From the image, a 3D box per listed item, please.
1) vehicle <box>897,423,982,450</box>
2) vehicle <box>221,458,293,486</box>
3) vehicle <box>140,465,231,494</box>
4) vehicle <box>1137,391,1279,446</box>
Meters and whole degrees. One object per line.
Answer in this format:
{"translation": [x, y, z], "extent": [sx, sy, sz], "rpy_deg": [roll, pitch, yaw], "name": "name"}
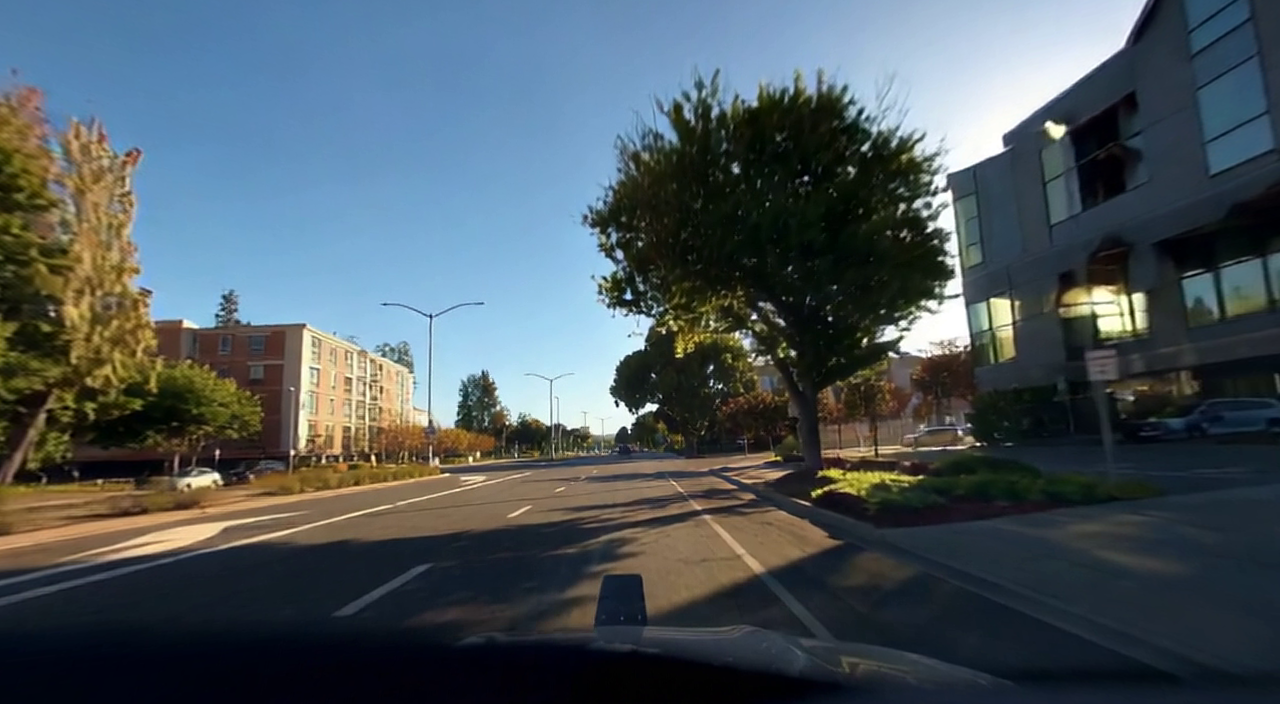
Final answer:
{"translation": [22.346, 6.300, 47.307], "extent": [5.135, 1.964, 2.402], "rpy_deg": [0, -7, 1], "name": "vehicle"}
{"translation": [-26.495, 8.288, 43.889], "extent": [1.931, 1.673, 4.623], "rpy_deg": [0, -8, 2], "name": "vehicle"}
{"translation": [-26.914, 7.551, 37.646], "extent": [1.916, 1.456, 4.597], "rpy_deg": [0, -8, 1], "name": "vehicle"}
{"translation": [24.053, 2.751, 25.546], "extent": [6.146, 2.098, 2.167], "rpy_deg": [1, -8, -4], "name": "vehicle"}
